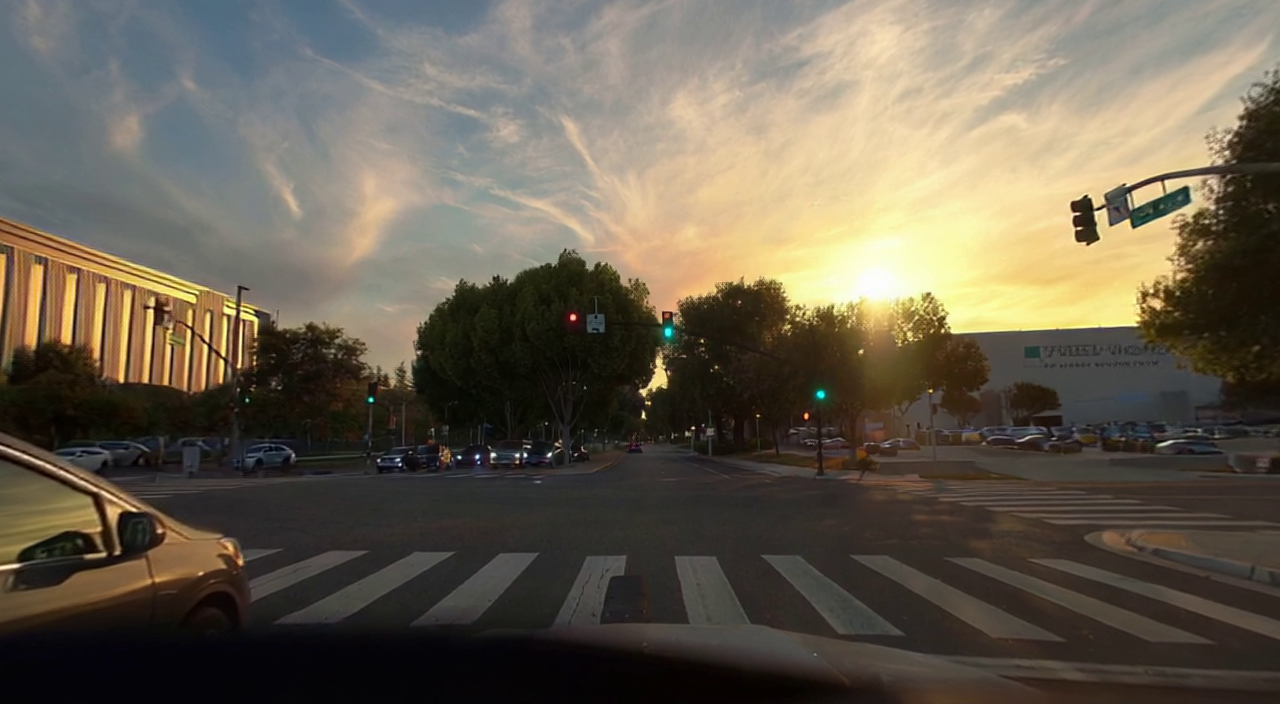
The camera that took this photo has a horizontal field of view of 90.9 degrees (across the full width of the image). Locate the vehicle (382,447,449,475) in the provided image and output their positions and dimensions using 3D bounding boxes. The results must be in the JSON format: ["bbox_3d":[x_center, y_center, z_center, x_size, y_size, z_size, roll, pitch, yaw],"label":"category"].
[{"bbox_3d":[-13.003,6.329,36.850,2.011,1.480,4.747,0,-8,3],"label":"vehicle"}]

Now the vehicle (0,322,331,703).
[{"bbox_3d":[-3.492,0.841,2.803,2.000,1.789,4.638,0,-8,-2],"label":"vehicle"}]

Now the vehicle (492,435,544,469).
[{"bbox_3d":[-7.166,5.915,37.468,2.081,1.818,4.782,0,-8,1],"label":"vehicle"}]

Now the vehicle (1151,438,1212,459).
[{"bbox_3d":[41.098,7.335,47.919,1.767,1.456,4.191,-4,-10,15],"label":"vehicle"}]

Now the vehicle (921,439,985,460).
[{"bbox_3d":[21.502,6.695,43.346,3.576,1.425,1.702,2,-9,-12],"label":"vehicle"}]

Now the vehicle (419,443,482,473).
[{"bbox_3d":[-10.633,5.974,35.700,2.041,1.548,4.868,0,-8,0],"label":"vehicle"}]

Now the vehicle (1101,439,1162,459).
[{"bbox_3d":[38.494,7.588,49.484,1.837,1.514,4.786,-2,-9,13],"label":"vehicle"}]
